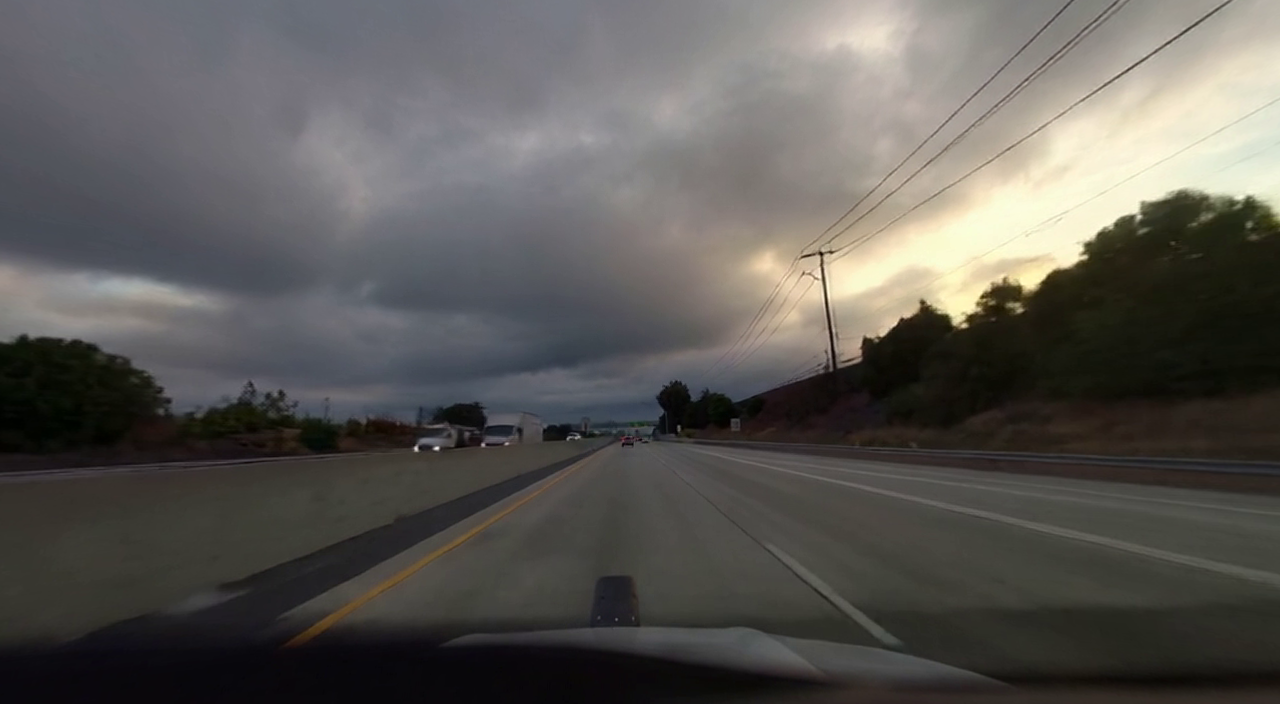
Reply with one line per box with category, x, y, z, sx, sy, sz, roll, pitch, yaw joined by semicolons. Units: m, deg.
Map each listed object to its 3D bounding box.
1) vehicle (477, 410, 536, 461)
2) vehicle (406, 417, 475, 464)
vehicle;-9.544;6.088;45.967;2.646;3.377;7.637;0;-8;0
vehicle;-14.317;6.426;45.991;2.713;3.022;7.818;2;-8;-2
